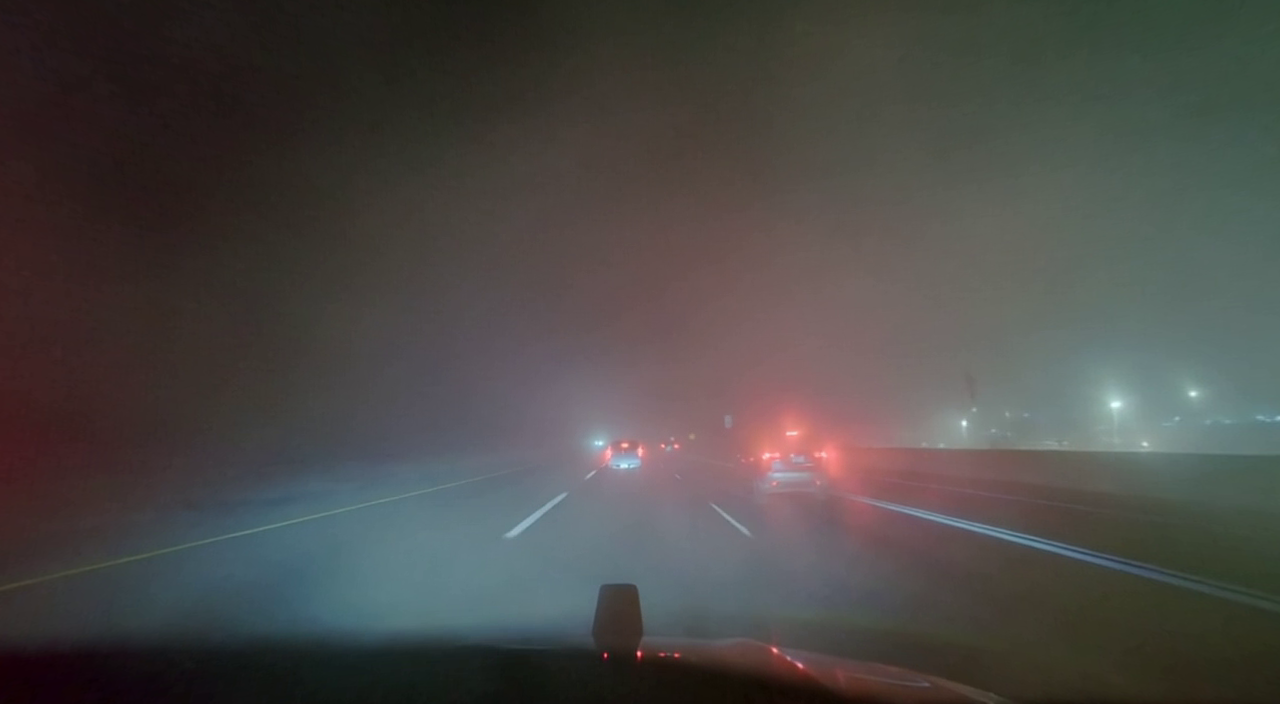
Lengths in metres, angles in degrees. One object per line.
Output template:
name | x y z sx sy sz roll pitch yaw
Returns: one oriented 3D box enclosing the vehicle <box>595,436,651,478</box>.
vehicle | -0.658 4.351 26.331 2.147 1.576 3.964 0 -8 0
